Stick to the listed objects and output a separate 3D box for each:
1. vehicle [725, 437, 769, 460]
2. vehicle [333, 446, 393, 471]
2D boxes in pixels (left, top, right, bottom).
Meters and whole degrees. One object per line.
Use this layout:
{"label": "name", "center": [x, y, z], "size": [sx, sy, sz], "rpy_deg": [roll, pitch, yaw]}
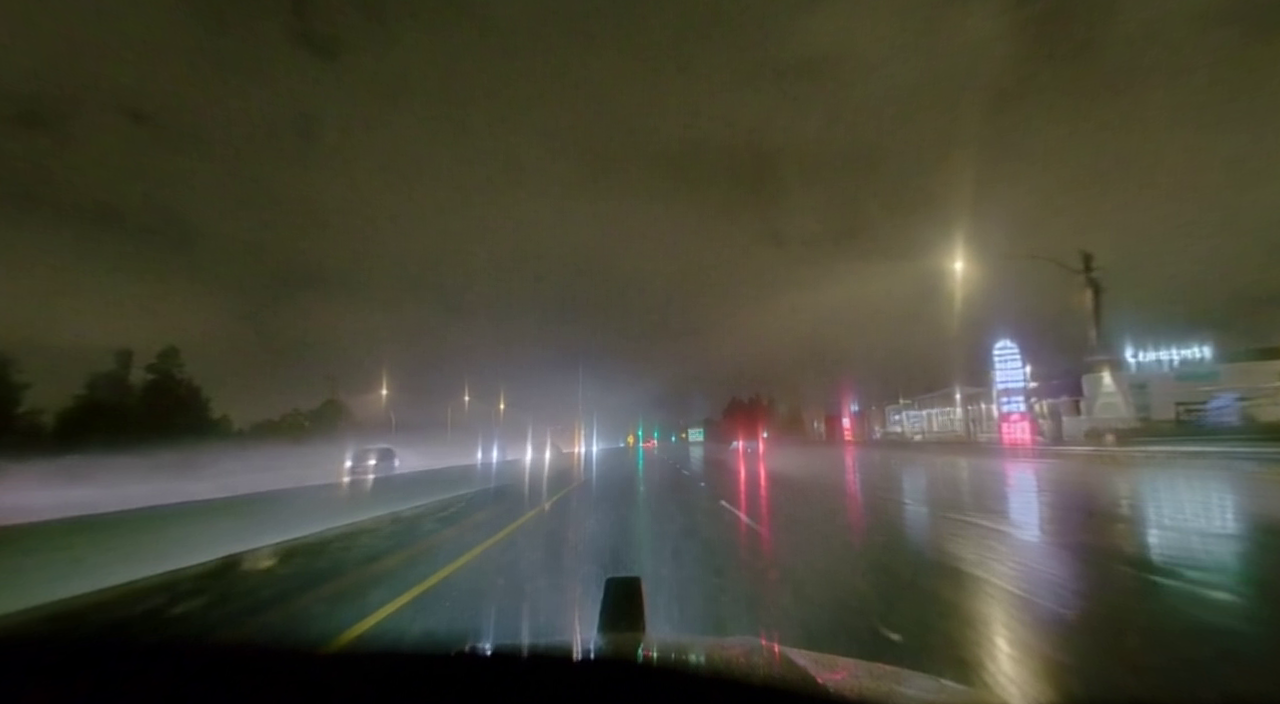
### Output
{"label": "vehicle", "center": [7.305, 6.656, 43.418], "size": [2.079, 1.518, 5.032], "rpy_deg": [0, -8, -1]}
{"label": "vehicle", "center": [-21.900, 8.407, 49.891], "size": [2.028, 1.784, 5.837], "rpy_deg": [-1, -8, 1]}
